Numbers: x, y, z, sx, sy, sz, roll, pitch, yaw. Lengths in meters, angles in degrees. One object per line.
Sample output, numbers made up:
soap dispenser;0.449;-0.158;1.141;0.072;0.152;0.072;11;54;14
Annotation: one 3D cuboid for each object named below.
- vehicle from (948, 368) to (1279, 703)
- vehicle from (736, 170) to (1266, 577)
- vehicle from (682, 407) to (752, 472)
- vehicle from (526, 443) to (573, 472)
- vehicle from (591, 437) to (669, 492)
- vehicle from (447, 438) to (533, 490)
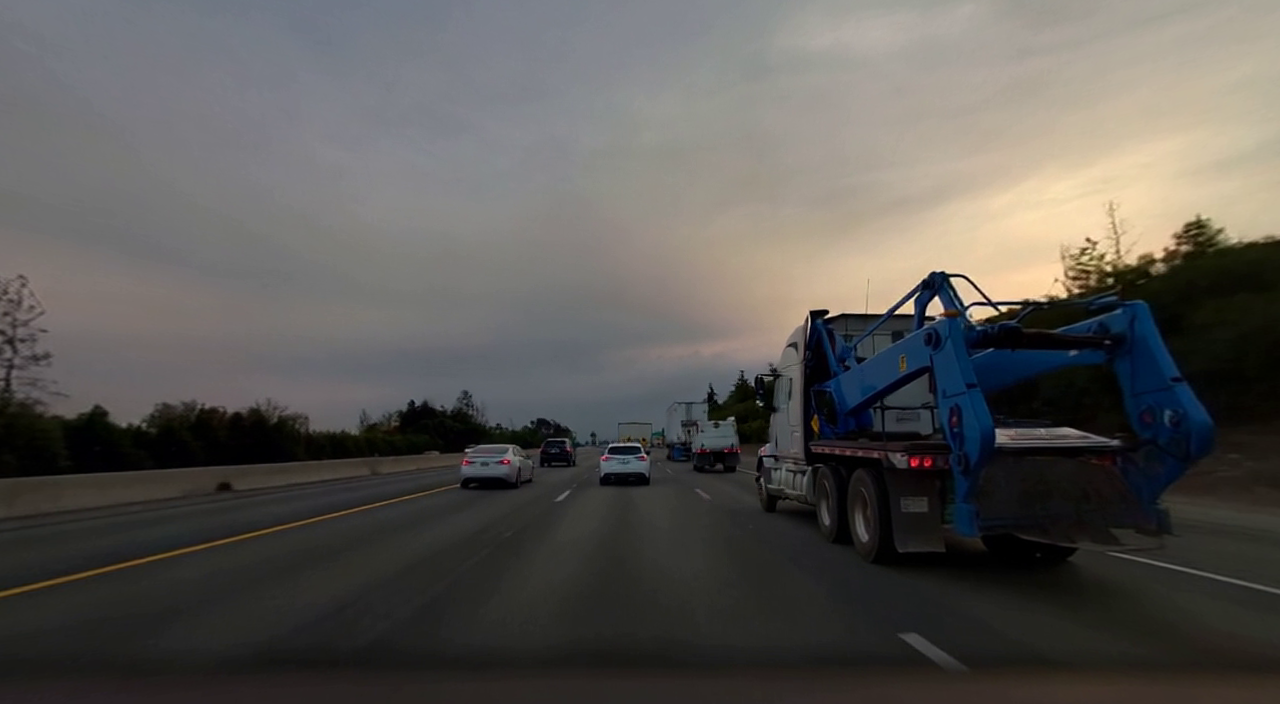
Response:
vehicle;3.903;0.837;2.235;2.599;1.631;5.693;0;-9;-2
vehicle;3.738;0.742;9.730;2.975;3.618;8.456;0;-9;-1
vehicle;3.619;4.379;30.978;2.416;2.829;7.016;0;-9;-1
vehicle;-4.898;5.775;34.564;1.924;1.481;4.264;0;-9;1
vehicle;-0.325;3.406;19.263;2.150;1.498;3.988;0;-9;-1
vehicle;-4.837;3.673;20.784;1.858;1.527;3.974;0;-9;0
